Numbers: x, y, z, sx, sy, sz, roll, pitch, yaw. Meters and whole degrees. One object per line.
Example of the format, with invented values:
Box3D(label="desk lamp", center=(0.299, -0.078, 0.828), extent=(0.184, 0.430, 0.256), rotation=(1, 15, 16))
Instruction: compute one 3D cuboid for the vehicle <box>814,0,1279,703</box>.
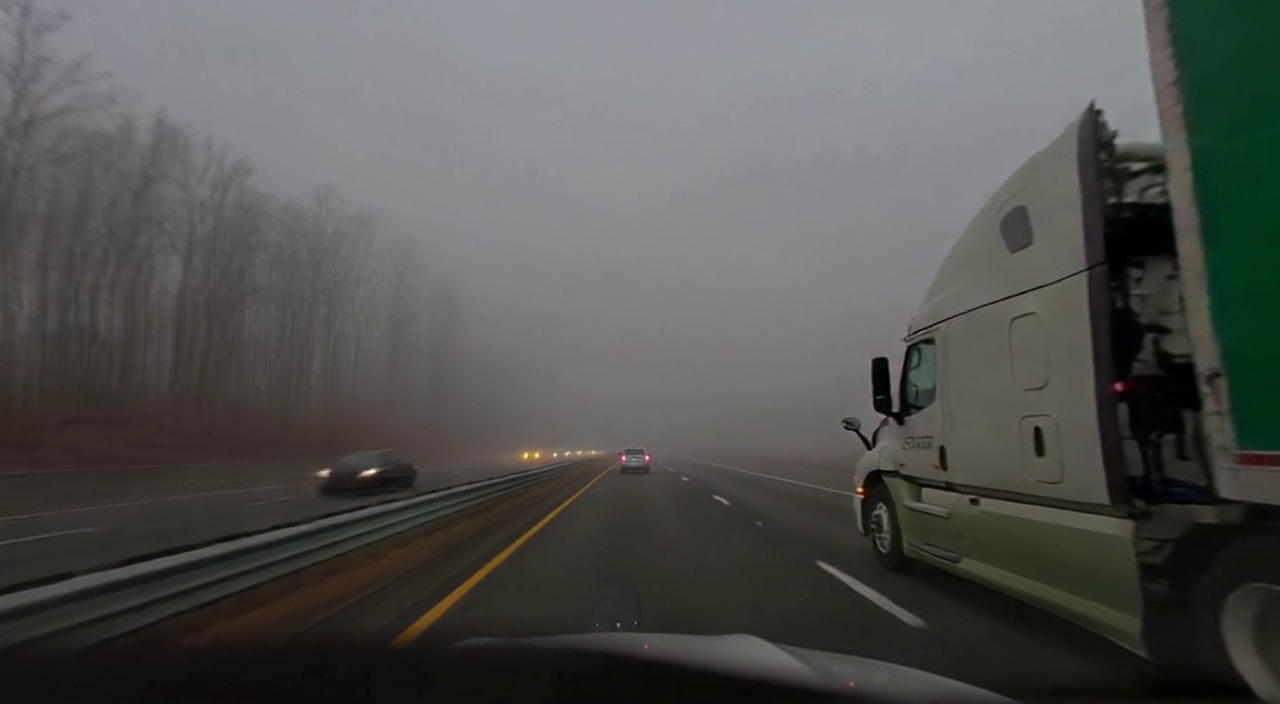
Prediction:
Box3D(label="vehicle", center=(4.356, 0.345, 6.154), extent=(3.351, 3.699, 5.995), rotation=(0, -9, -1))

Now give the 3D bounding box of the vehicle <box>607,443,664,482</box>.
Box3D(label="vehicle", center=(-0.209, 4.633, 26.527), extent=(2.244, 1.506, 4.097), rotation=(0, -9, -1))

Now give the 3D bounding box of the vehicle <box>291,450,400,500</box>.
Box3D(label="vehicle", center=(-9.859, 4.117, 21.375), extent=(1.874, 1.506, 3.934), rotation=(0, -9, -2))
